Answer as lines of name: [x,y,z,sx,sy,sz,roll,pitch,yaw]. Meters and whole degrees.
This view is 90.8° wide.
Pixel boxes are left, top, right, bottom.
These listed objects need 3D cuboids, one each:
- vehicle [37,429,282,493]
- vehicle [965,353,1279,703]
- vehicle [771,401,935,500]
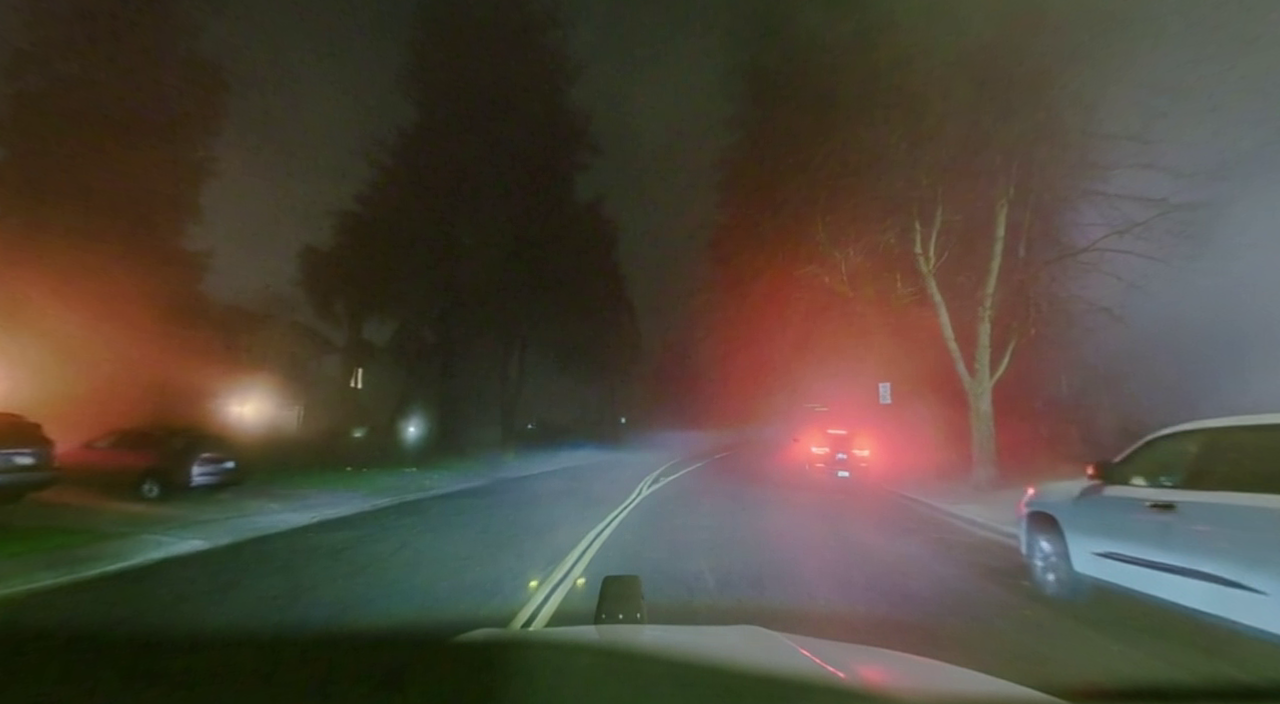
vehicle: [-11.585,2.647,15.451,4.455,1.419,2.017,-1,-9,5]
vehicle: [4.186,1.035,3.849,2.194,1.786,4.704,-1,-9,5]
vehicle: [5.247,2.603,16.840,2.735,2.117,6.103,-1,-9,5]
